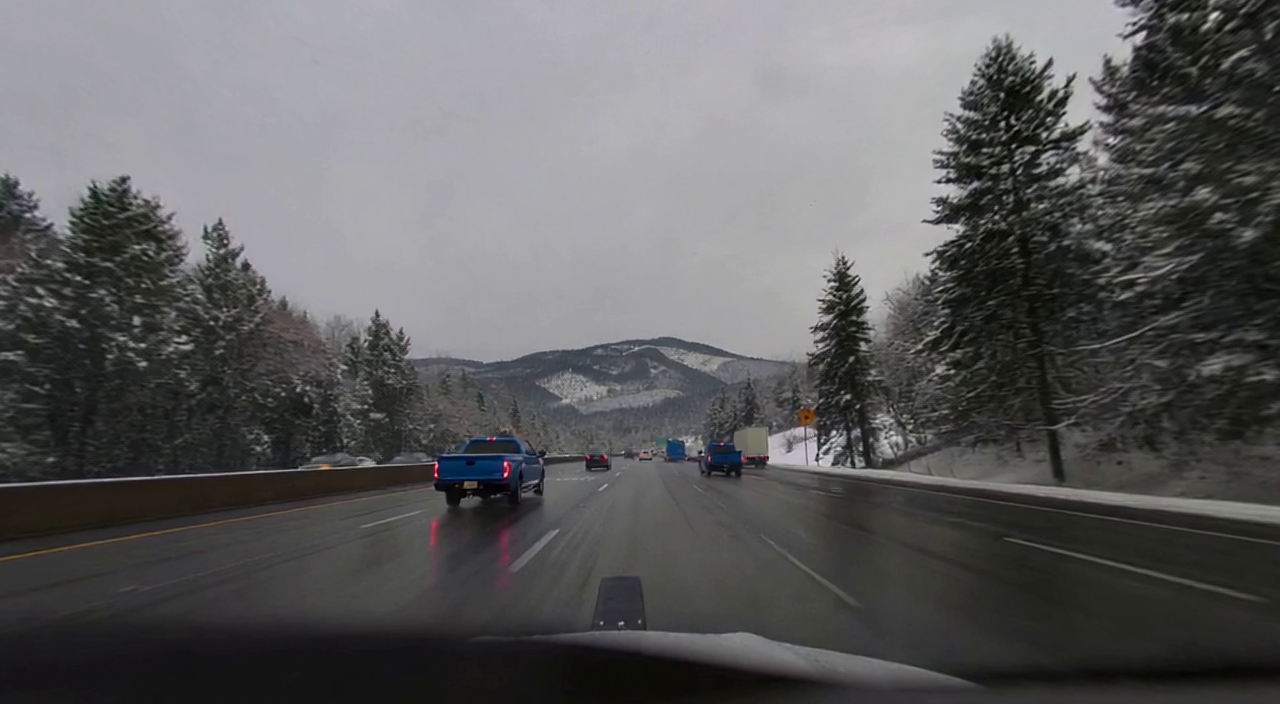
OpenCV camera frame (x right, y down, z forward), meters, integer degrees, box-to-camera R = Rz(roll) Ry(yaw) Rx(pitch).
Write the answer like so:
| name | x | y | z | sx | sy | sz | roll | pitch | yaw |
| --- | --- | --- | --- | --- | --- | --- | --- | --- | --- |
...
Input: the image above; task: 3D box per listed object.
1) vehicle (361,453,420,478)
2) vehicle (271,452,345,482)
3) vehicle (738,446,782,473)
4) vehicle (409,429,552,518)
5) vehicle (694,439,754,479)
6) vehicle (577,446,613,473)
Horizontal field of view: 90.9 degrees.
| name | x | y | z | sx | sy | sz | roll | pitch | yaw |
| --- | --- | --- | --- | --- | --- | --- | --- | --- | --- |
| vehicle | -16.445 | 7.465 | 41.791 | 1.895 | 1.478 | 4.758 | -1 | -8 | 1 |
| vehicle | -20.520 | 7.092 | 39.219 | 1.958 | 1.686 | 4.658 | -1 | -8 | 1 |
| vehicle | 8.046 | 7.229 | 42.727 | 2.104 | 1.724 | 4.701 | 0 | -8 | 0 |
| vehicle | -3.763 | 2.964 | 16.087 | 2.227 | 1.853 | 5.161 | -1 | -8 | 1 |
| vehicle | 4.379 | 5.687 | 33.978 | 2.424 | 1.952 | 5.611 | 0 | -8 | 0 |
| vehicle | -3.211 | 7.808 | 46.070 | 2.235 | 1.785 | 4.386 | -1 | -8 | 2 |
